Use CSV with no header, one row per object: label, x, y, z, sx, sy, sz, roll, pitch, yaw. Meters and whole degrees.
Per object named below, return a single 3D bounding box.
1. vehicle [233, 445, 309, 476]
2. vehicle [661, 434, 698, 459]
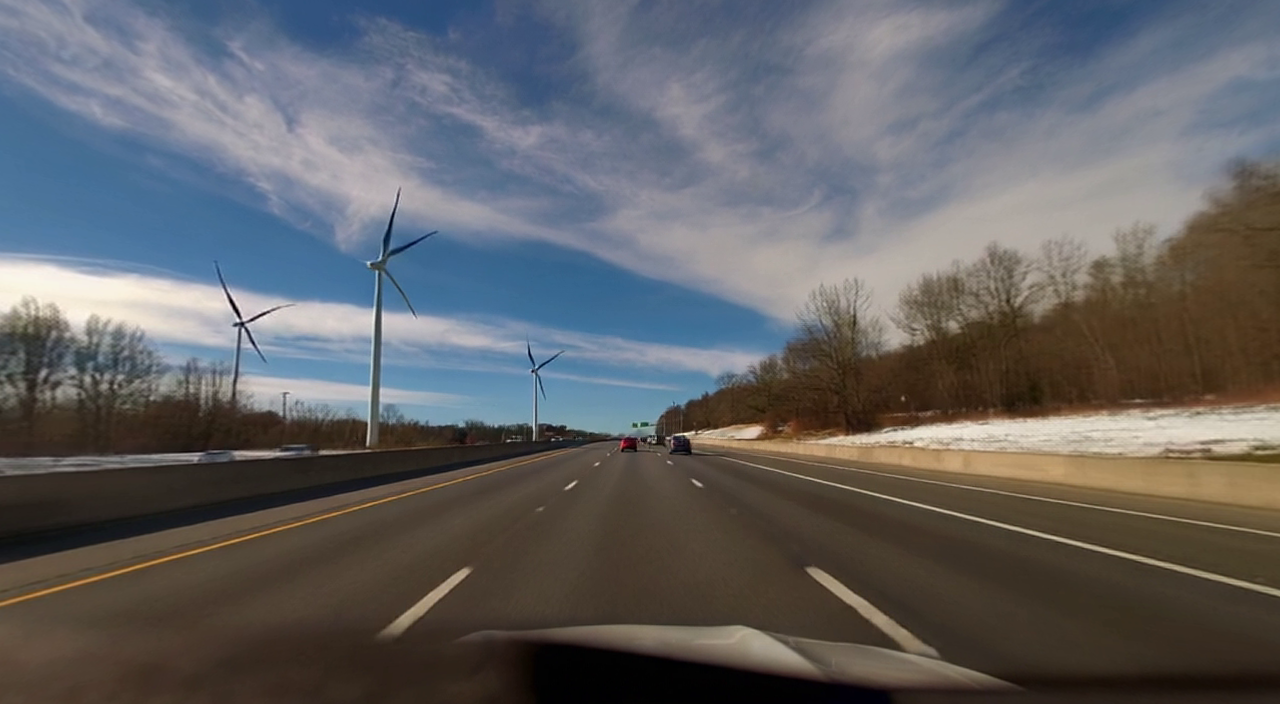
vehicle,-20.154,5.904,34.526,1.821,1.503,3.978,0,-8,-1
vehicle,2.613,6.295,42.153,2.041,1.551,3.974,0,-8,-3
